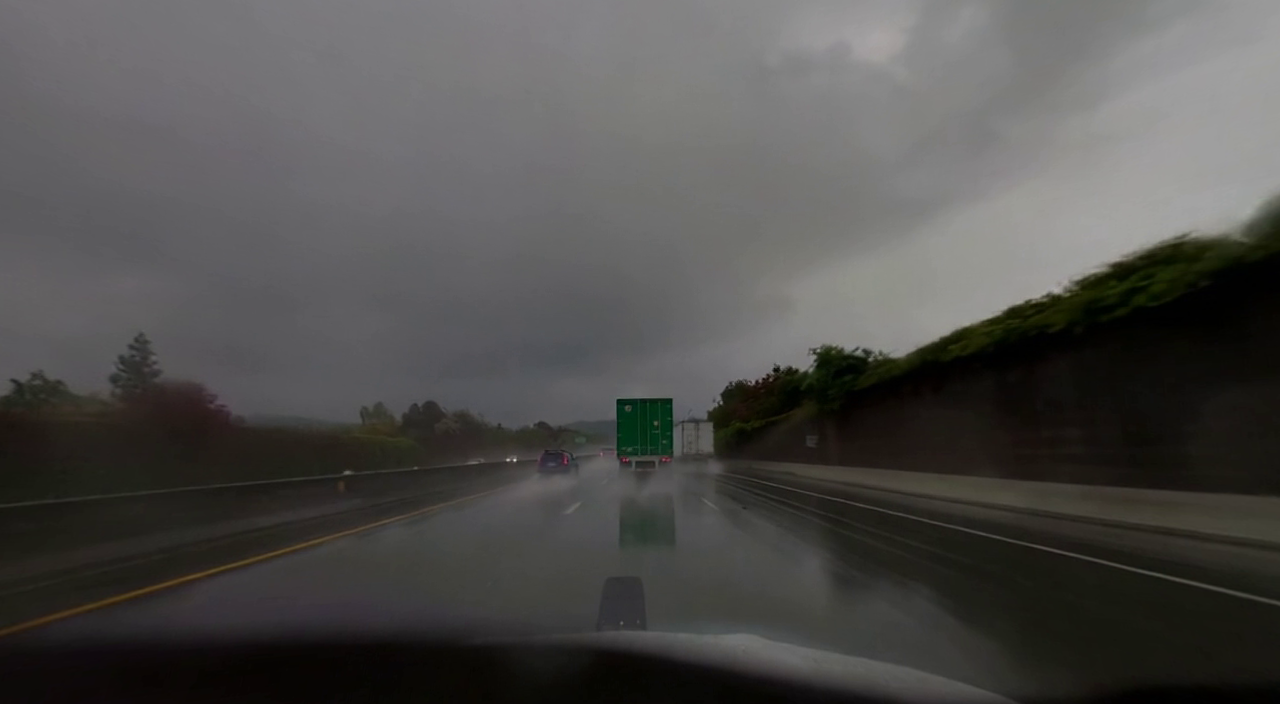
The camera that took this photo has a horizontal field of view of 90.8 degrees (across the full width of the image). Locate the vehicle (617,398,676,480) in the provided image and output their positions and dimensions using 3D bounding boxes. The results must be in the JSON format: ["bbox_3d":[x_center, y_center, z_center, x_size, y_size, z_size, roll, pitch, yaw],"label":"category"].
[{"bbox_3d":[0.242,5.178,36.976,2.932,4.042,11.054,0,-9,-1],"label":"vehicle"}]

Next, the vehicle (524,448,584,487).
[{"bbox_3d":[-3.564,4.858,26.872,2.050,1.517,3.996,0,-9,0],"label":"vehicle"}]

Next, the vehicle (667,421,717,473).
[{"bbox_3d":[3.815,7.472,49.521,2.854,3.537,12.540,0,-9,0],"label":"vehicle"}]
